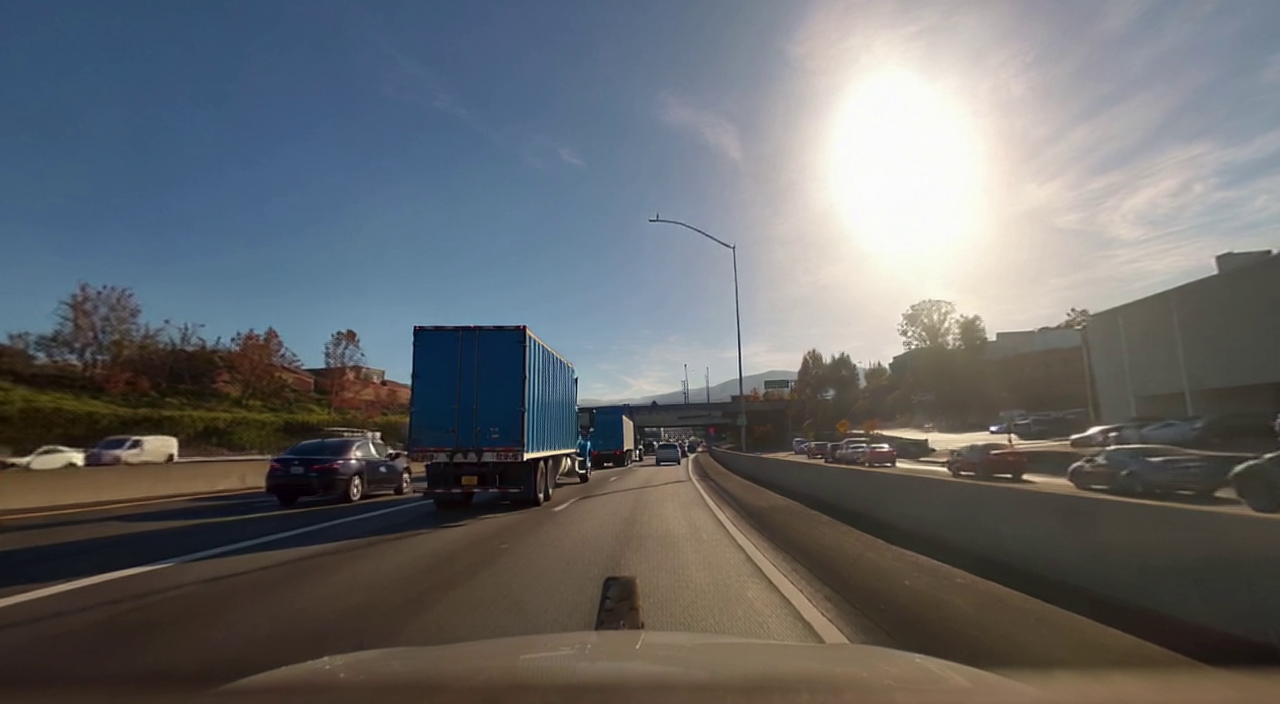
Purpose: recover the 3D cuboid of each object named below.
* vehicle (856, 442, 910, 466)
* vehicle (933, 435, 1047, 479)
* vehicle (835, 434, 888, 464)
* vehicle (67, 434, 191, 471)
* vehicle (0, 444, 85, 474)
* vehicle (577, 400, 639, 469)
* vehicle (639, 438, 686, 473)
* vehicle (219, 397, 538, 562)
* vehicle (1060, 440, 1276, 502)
[{"bbox_3d":[15.614,6.588,40.695,1.859,1.452,4.749,-1,-9,4],"label":"vehicle"},{"bbox_3d":[14.580,4.406,26.641,2.237,1.656,4.676,0,-9,2],"label":"vehicle"},{"bbox_3d":[16.170,7.129,46.387,2.241,2.052,5.864,-1,-9,5],"label":"vehicle"},{"bbox_3d":[-28.978,5.740,36.019,2.153,1.942,5.556,-1,-9,4],"label":"vehicle"},{"bbox_3d":[-32.425,5.690,33.734,1.694,1.522,3.815,-1,-9,3],"label":"vehicle"},{"bbox_3d":[-1.838,5.432,40.918,3.073,3.894,9.782,-1,-9,3],"label":"vehicle"},{"bbox_3d":[1.171,5.154,31.479,2.178,1.640,4.071,-1,-9,3],"label":"vehicle"},{"bbox_3d":[-3.290,1.706,8.996,2.896,1.779,3.441,1,-8,3],"label":"vehicle"},{"bbox_3d":[14.158,3.188,17.403,1.872,1.454,4.908,-1,-9,2],"label":"vehicle"}]
